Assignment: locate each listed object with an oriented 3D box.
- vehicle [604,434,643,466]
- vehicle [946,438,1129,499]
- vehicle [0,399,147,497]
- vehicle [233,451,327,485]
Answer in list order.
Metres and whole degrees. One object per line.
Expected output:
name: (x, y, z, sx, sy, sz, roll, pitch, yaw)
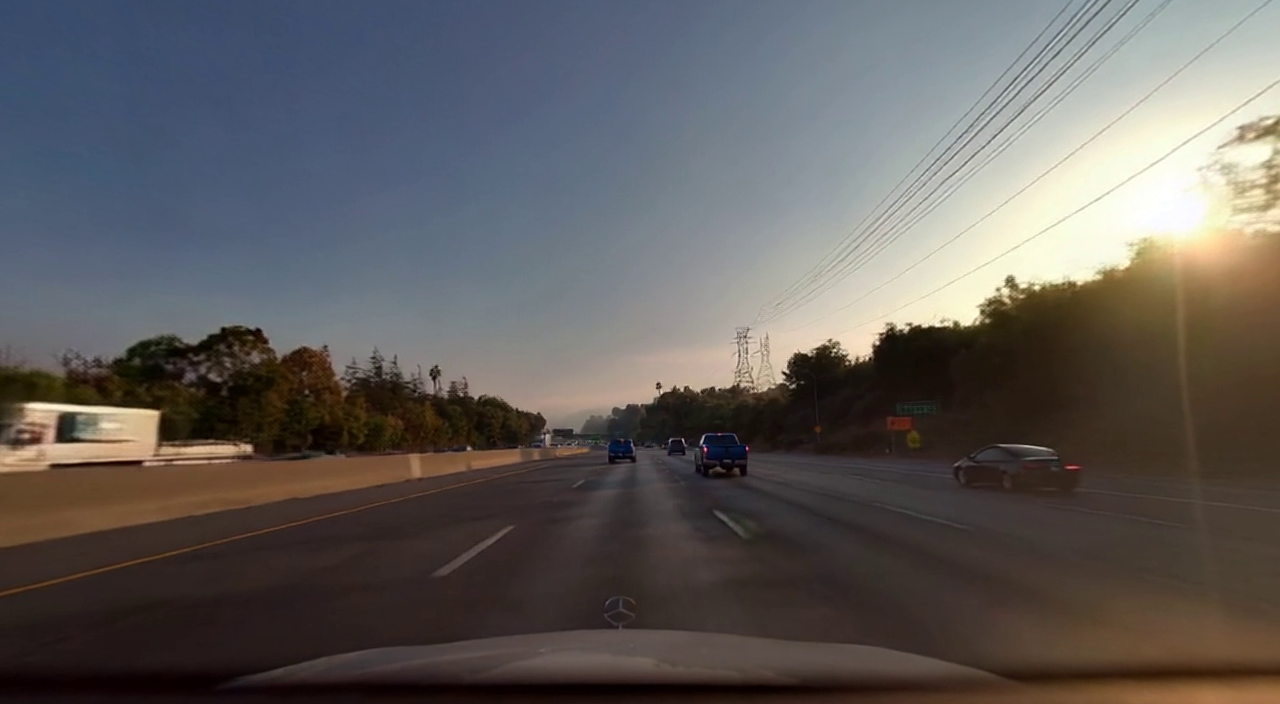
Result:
vehicle: (-1.027, 6.724, 43.280, 2.508, 2.023, 6.176, 0, -8, 0)
vehicle: (10.787, 3.171, 17.619, 2.076, 1.470, 4.644, 0, -8, 0)
vehicle: (-28.549, 4.510, 29.616, 3.234, 4.093, 8.846, 0, -9, 1)
vehicle: (-17.180, 5.519, 30.288, 1.894, 1.466, 4.429, 0, -8, 0)
